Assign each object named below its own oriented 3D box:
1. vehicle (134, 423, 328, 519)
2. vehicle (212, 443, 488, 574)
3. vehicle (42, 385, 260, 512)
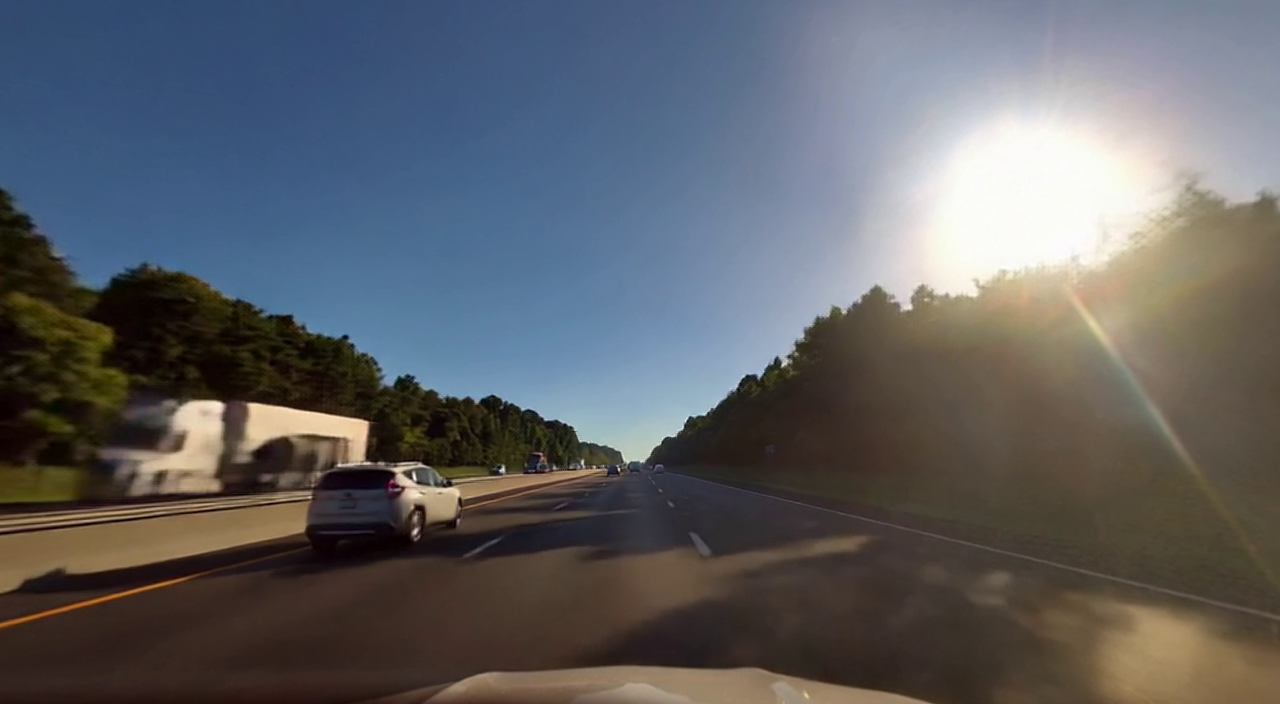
[{"bbox_3d":[-12.692,3.793,20.274,2.237,2.599,5.741,1,-10,0],"label":"vehicle"},{"bbox_3d":[-3.938,2.244,9.655,2.043,1.486,4.442,1,-10,1],"label":"vehicle"},{"bbox_3d":[-17.439,3.601,23.197,2.964,4.017,5.889,1,-10,-1],"label":"vehicle"}]
